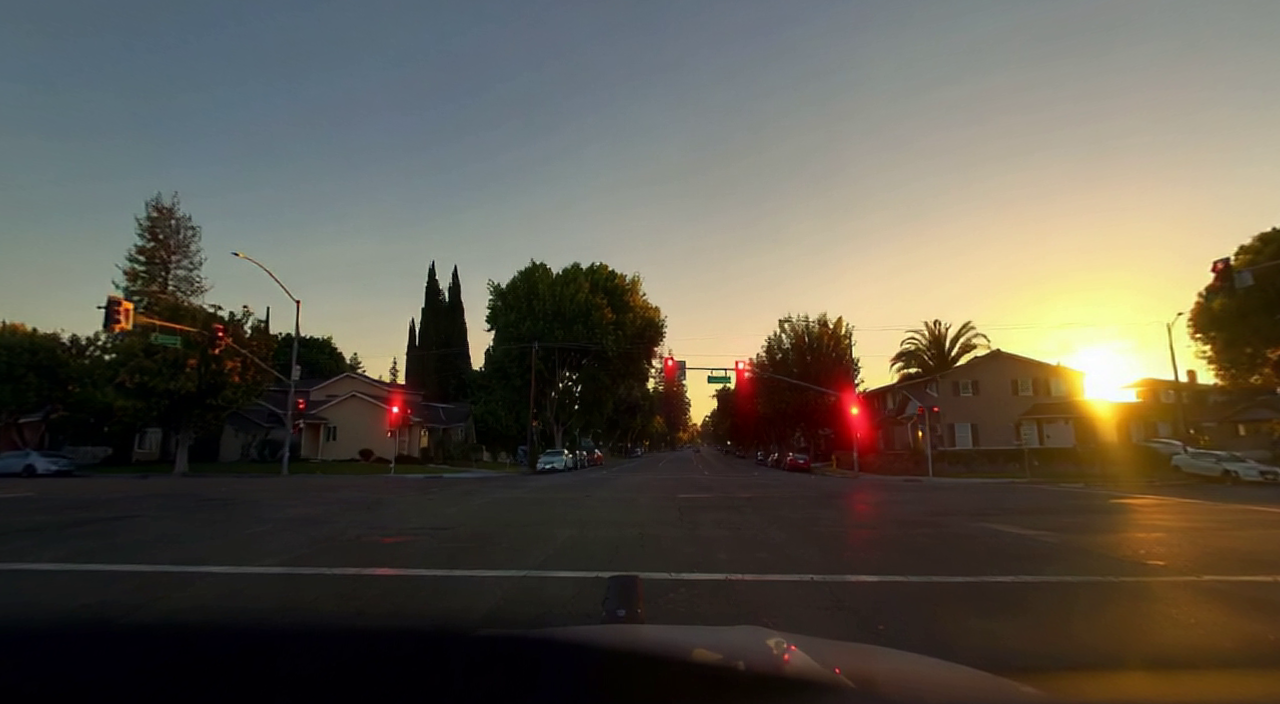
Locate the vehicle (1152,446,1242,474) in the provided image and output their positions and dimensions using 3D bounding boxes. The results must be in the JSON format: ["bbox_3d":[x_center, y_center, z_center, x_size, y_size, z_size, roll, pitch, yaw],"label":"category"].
[{"bbox_3d":[36.780,7.097,41.878,1.853,1.723,4.460,0,-9,-1],"label":"vehicle"}]

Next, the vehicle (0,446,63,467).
[{"bbox_3d":[-44.283,7.501,45.386,3.949,1.422,1.744,0,-9,1],"label":"vehicle"}]
